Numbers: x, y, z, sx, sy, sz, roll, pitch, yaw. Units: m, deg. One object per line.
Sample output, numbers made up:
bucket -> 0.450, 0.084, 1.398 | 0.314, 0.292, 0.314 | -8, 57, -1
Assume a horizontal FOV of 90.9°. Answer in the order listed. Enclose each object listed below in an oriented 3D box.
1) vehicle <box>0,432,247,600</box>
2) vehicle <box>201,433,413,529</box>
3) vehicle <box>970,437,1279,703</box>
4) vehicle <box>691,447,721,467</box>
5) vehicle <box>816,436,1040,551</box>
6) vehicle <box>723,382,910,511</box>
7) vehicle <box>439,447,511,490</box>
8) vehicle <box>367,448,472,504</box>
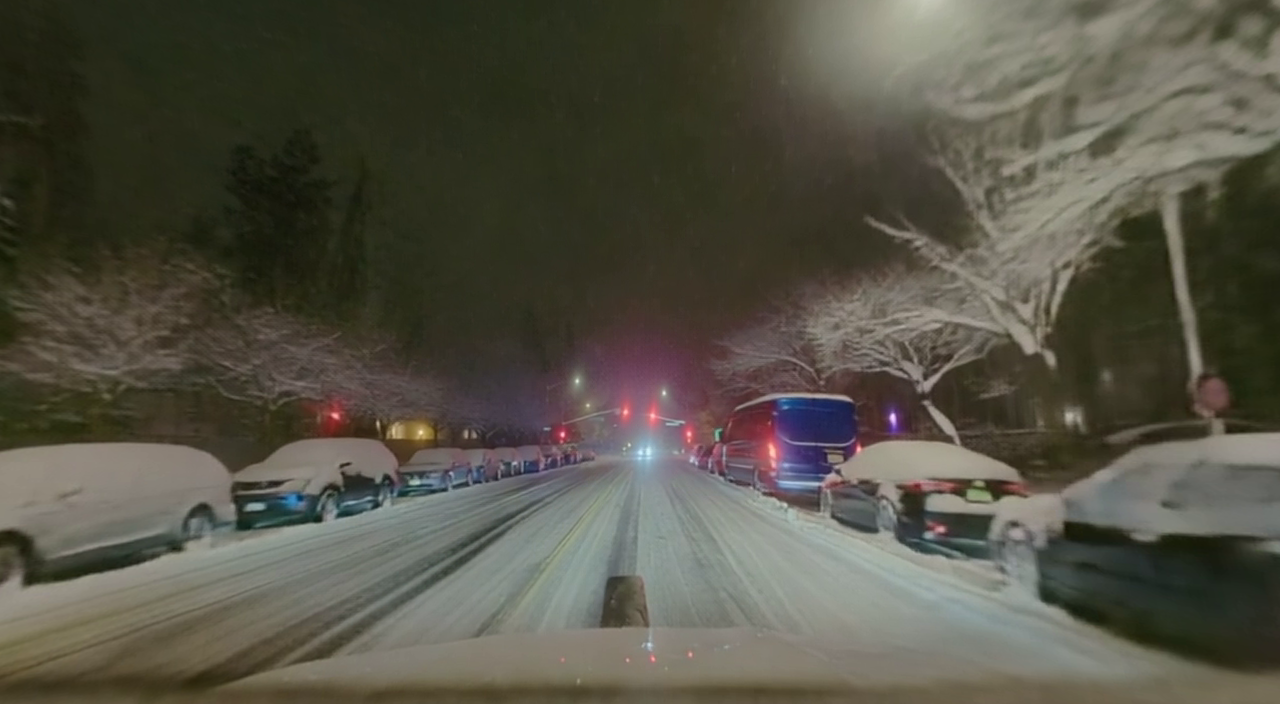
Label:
vehicle -> -7.111, 1.829, 7.737 | 1.874, 1.607, 4.174 | -1, -8, 0
vehicle -> -7.049, 2.741, 14.138 | 1.984, 1.745, 4.866 | -1, -8, 2
vehicle -> 4.352, 1.281, 4.066 | 1.762, 1.444, 4.906 | 0, -8, 0
vehicle -> 4.978, 7.929, 47.871 | 1.849, 1.415, 4.181 | 0, -8, 1
vehicle -> 4.426, 2.192, 10.536 | 1.764, 1.494, 4.248 | 0, -8, 1
vehicle -> 4.441, 2.627, 17.732 | 3.089, 2.882, 6.770 | 0, -9, -1
vehicle -> -6.695, 4.739, 25.976 | 1.832, 1.439, 4.337 | -2, -7, -1
vehicle -> -6.904, 3.885, 20.251 | 1.718, 1.435, 4.370 | -3, -8, 2
